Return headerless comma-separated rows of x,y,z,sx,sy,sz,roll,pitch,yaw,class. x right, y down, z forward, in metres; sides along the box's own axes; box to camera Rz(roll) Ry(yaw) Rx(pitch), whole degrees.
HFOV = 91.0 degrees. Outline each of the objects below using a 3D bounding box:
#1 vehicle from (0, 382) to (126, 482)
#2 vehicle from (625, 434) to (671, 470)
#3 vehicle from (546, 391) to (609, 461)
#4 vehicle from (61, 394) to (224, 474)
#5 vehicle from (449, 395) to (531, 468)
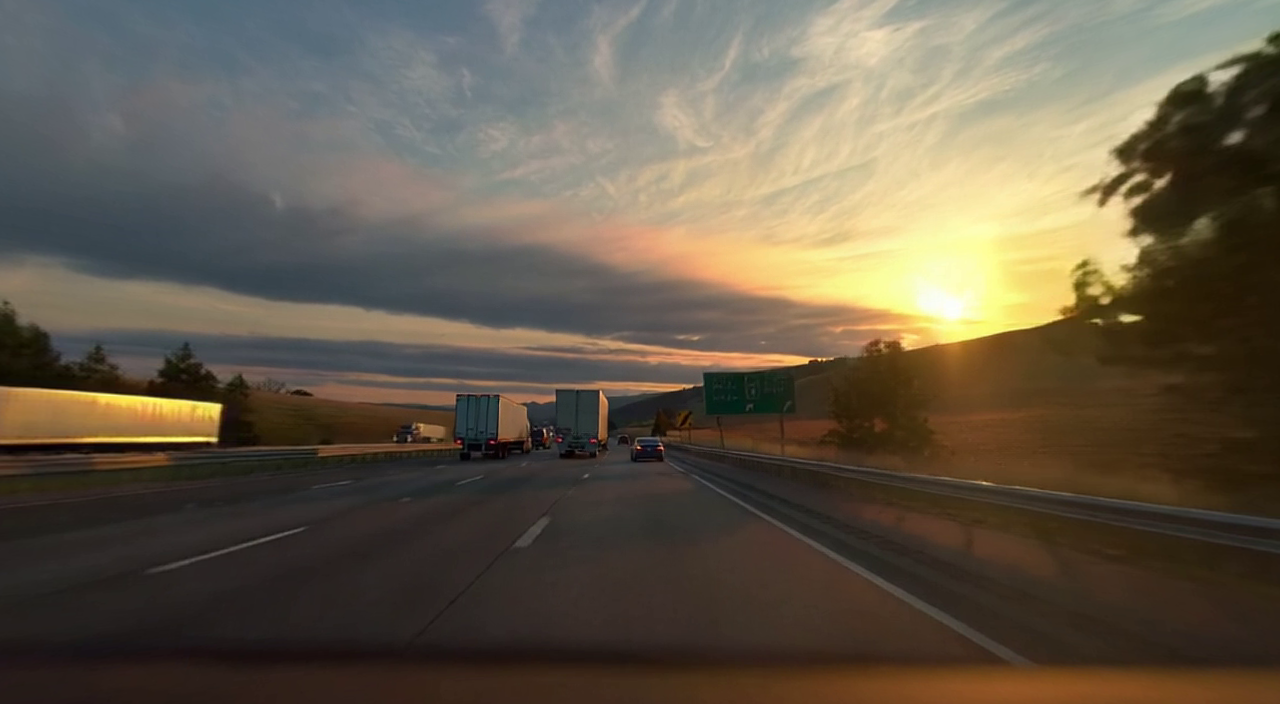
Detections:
-27.880,3.419,26.641,2.939,4.084,11.236,0,-8,-1,vehicle
0.290,4.468,28.366,1.891,1.477,3.599,0,-8,-3,vehicle
-4.045,5.503,45.283,3.475,4.037,17.454,0,-8,-2,vehicle
-28.065,4.740,36.206,2.854,4.059,7.954,0,-8,-1,vehicle
-7.648,4.204,33.088,2.728,3.405,7.096,0,-8,-2,vehicle
